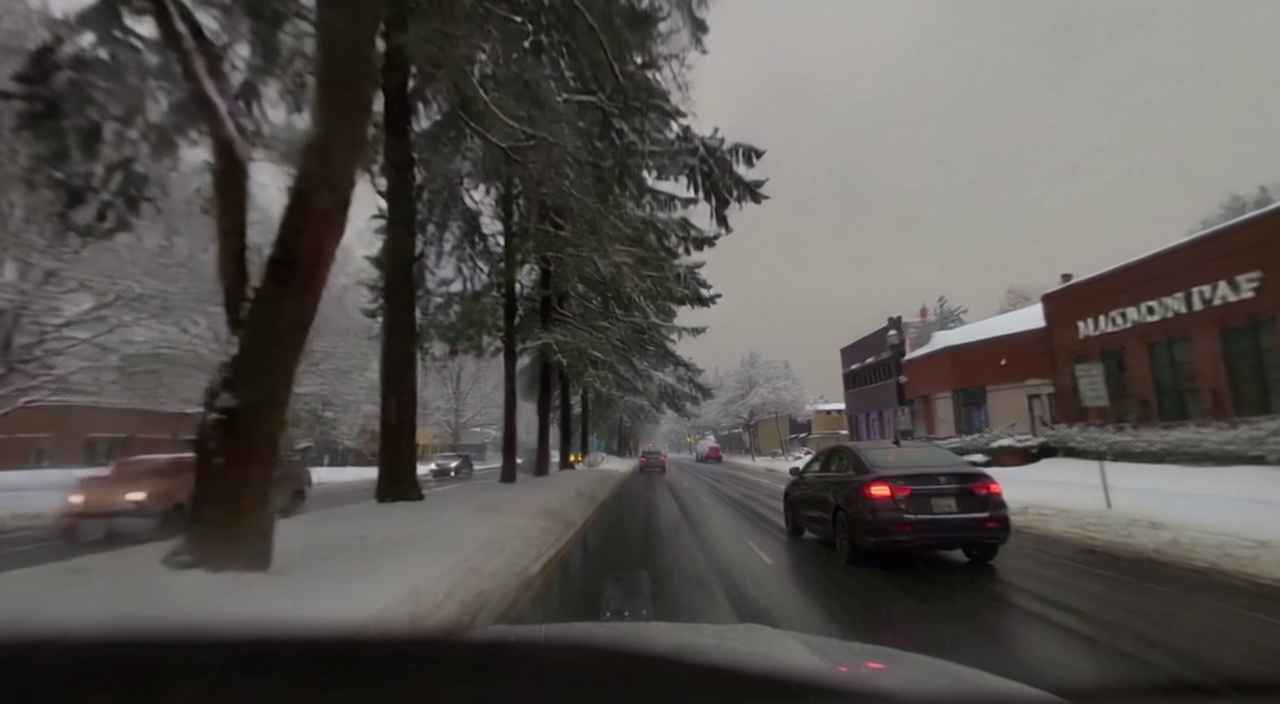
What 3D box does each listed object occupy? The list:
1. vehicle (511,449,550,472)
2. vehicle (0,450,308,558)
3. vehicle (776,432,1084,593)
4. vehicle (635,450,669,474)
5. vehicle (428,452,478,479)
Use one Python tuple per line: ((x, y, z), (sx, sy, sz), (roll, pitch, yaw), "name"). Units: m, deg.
((-8.106, 8.073, 47.123), (2.013, 1.637, 4.479), (-1, -9, 2), "vehicle")
((-8.168, 2.531, 11.299), (1.958, 1.487, 4.451), (-1, -9, 1), "vehicle")
((3.210, 1.837, 8.096), (1.989, 1.498, 4.050), (0, -9, 0), "vehicle")
((0.693, 6.666, 38.400), (1.945, 1.343, 3.827), (-1, -9, 0), "vehicle")
((-11.774, 7.170, 39.989), (1.869, 1.529, 4.355), (-2, -9, -1), "vehicle")
